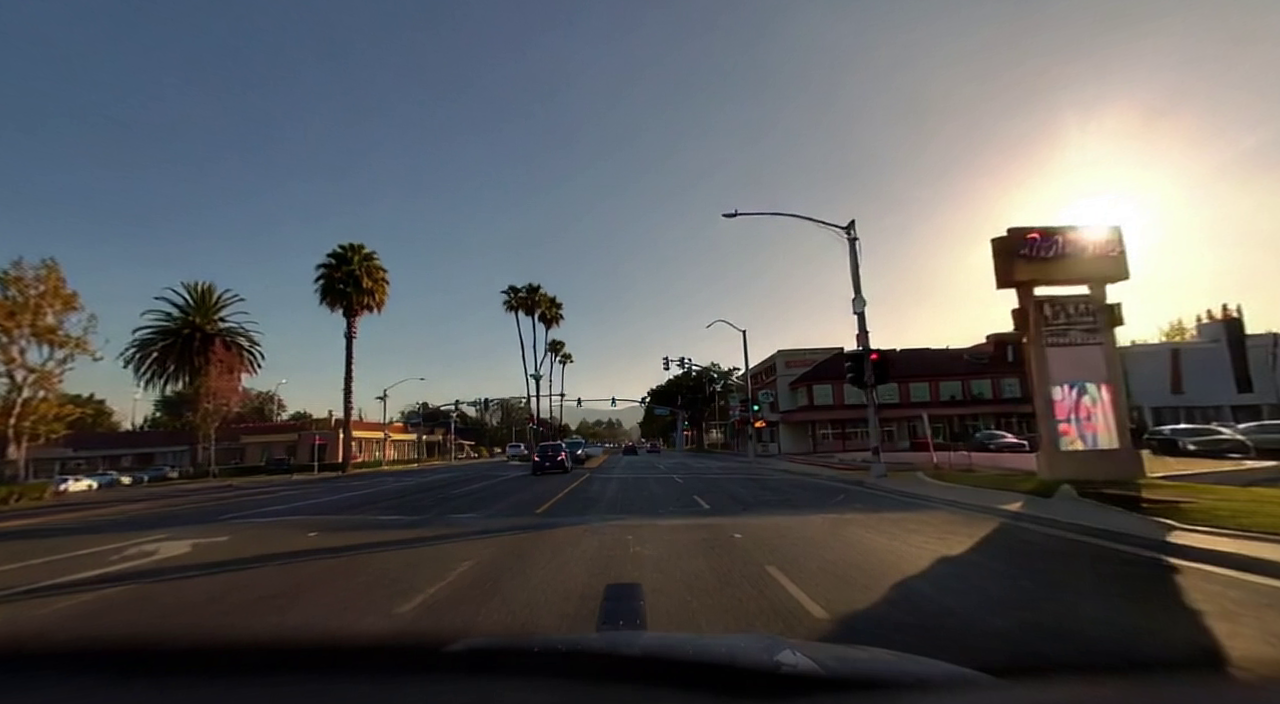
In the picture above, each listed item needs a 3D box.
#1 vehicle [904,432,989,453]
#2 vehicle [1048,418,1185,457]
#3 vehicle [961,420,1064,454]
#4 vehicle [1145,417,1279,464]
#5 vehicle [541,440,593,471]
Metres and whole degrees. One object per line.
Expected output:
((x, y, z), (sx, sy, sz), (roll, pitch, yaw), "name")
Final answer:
((22.015, 6.527, 45.469), (5.080, 1.423, 1.919), (-9, -12, 44), "vehicle")
((21.632, 3.953, 28.935), (4.600, 1.677, 1.980), (-5, -10, 26), "vehicle")
((20.899, 4.845, 35.678), (4.753, 1.809, 2.016), (-5, -10, 28), "vehicle")
((21.449, 3.206, 22.869), (4.505, 1.584, 2.015), (-5, -10, 27), "vehicle")
((-3.673, 5.302, 32.476), (2.181, 1.483, 4.123), (0, -9, 0), "vehicle")
